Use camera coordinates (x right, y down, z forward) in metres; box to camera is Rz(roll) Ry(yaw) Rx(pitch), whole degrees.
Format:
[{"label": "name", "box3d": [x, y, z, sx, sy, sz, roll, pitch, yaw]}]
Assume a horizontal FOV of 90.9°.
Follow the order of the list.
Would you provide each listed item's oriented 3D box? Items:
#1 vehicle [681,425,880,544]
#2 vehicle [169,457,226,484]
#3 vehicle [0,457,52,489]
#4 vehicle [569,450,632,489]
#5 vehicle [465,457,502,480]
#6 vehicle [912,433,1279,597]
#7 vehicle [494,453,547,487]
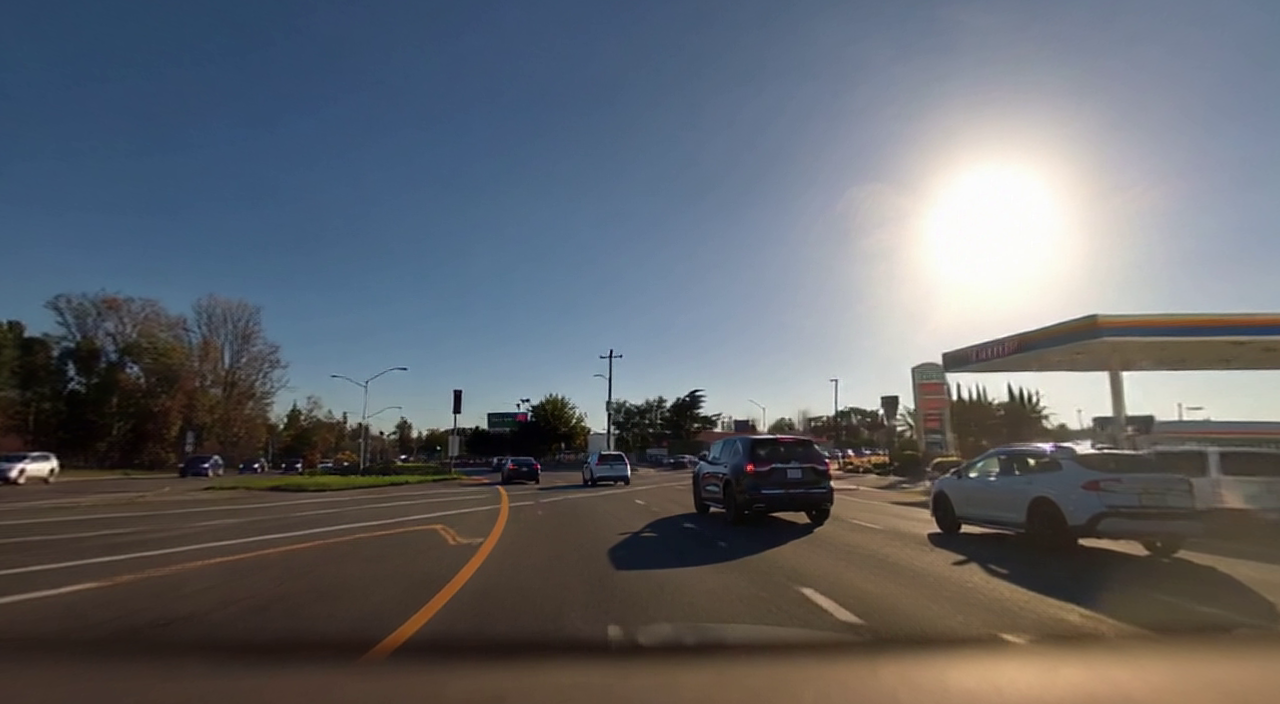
[{"label": "vehicle", "box3d": [2.362, 2.428, 12.145, 2.184, 1.777, 4.712, 3, -9, -8]}, {"label": "vehicle", "box3d": [-28.593, 7.646, 40.850, 1.821, 1.521, 3.874, 5, -10, -18]}, {"label": "vehicle", "box3d": [-33.412, 6.307, 33.142, 1.788, 1.479, 4.506, 5, -10, -19]}, {"label": "vehicle", "box3d": [-1.939, 5.441, 29.498, 2.012, 1.612, 4.114, 4, -9, -16]}, {"label": "vehicle", "box3d": [-12.221, 9.020, 49.046, 2.193, 1.609, 3.874, 5, -10, -20]}, {"label": "vehicle", "box3d": [5.722, 2.000, 8.578, 1.881, 1.604, 4.289, 2, -9, -4]}, {"label": "vehicle", "box3d": [-6.152, 5.946, 32.082, 2.107, 1.527, 4.174, 5, -10, -17]}]
